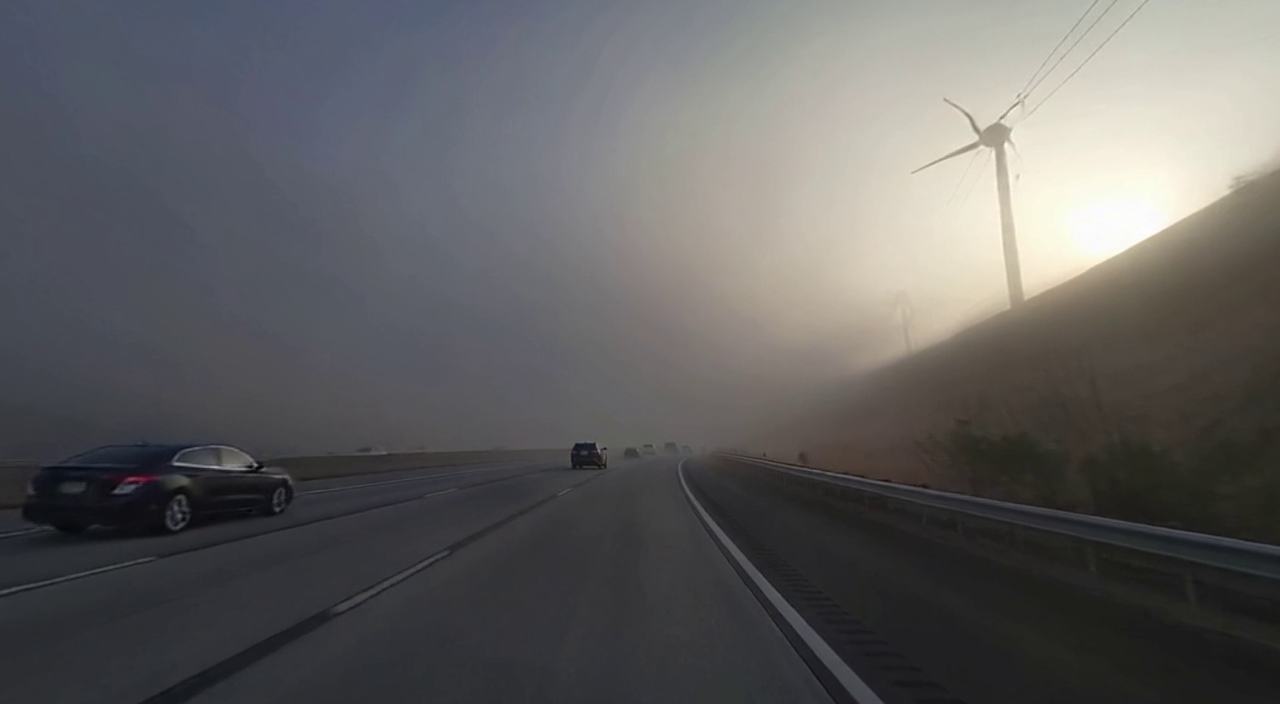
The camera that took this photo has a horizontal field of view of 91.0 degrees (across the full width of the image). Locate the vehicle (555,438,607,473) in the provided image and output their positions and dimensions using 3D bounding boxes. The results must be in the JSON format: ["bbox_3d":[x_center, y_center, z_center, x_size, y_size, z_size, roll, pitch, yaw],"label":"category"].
[{"bbox_3d":[-3.039,5.492,33.664,2.118,1.702,4.355,-1,-9,3],"label":"vehicle"}]

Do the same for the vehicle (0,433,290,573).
[{"bbox_3d":[-7.681,2.052,9.477,2.015,1.537,4.728,0,-9,2],"label":"vehicle"}]
